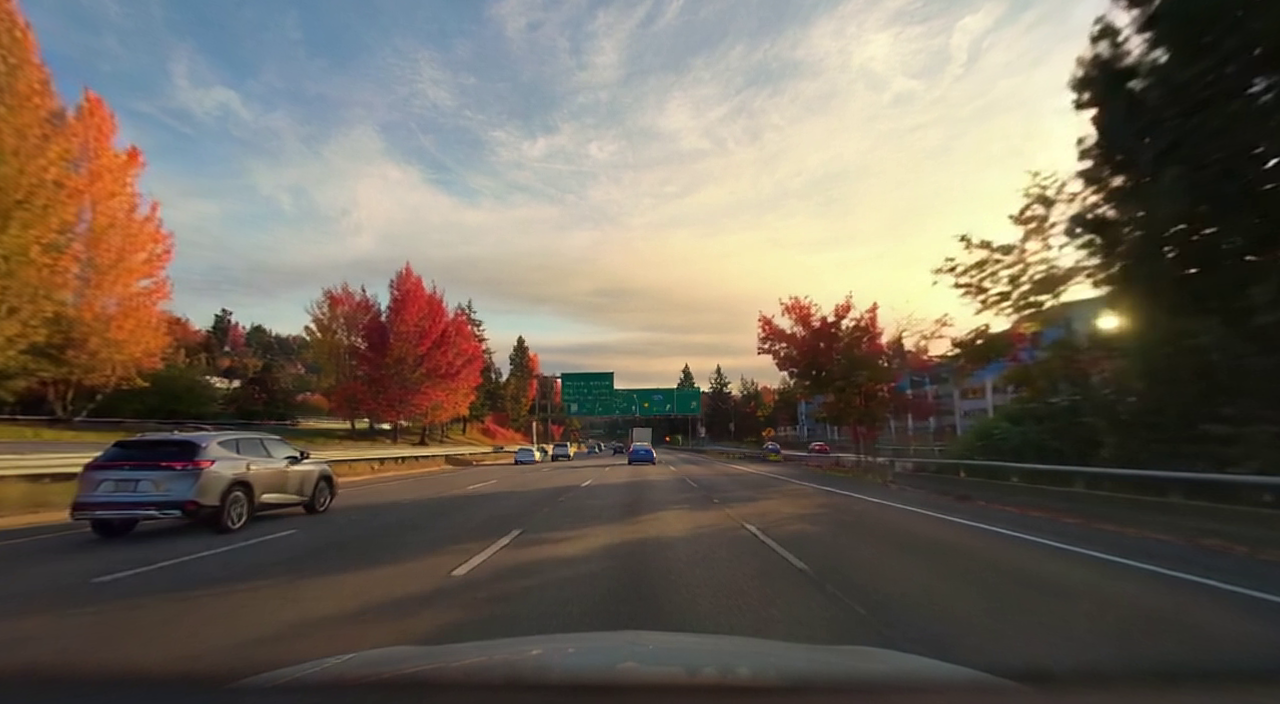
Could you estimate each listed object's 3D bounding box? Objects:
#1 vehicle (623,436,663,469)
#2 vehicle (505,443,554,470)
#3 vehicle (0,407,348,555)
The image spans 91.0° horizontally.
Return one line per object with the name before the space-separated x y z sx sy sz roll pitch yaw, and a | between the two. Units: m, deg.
vehicle | 0.166 5.968 37.502 2.245 1.863 4.801 0 -9 0
vehicle | -6.556 6.257 37.851 2.074 1.495 4.643 0 -9 0
vehicle | -7.124 1.991 10.425 2.146 1.834 4.999 0 -9 0
